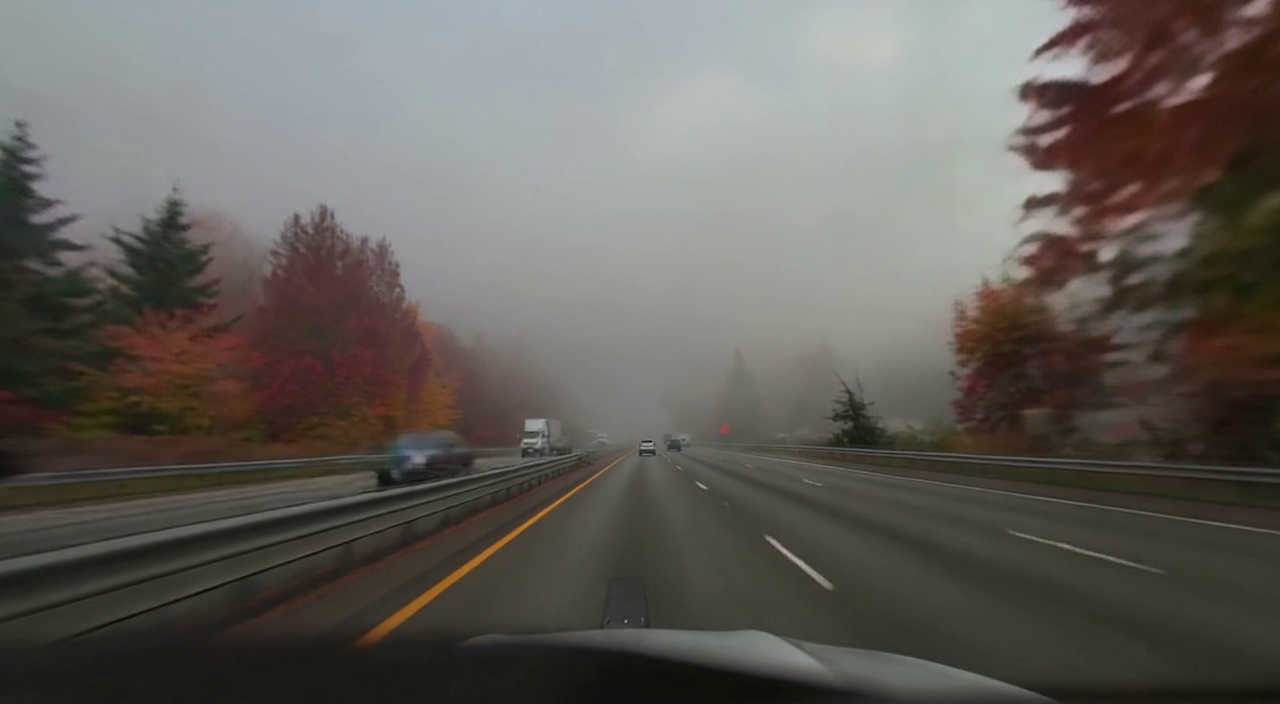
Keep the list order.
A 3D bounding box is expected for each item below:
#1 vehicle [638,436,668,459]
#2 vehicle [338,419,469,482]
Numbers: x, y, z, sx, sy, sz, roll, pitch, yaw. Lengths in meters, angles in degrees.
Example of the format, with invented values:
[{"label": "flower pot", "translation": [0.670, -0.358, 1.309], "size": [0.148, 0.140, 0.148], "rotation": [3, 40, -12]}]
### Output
[{"label": "vehicle", "translation": [0.864, 6.548, 43.064], "size": [1.924, 1.498, 3.817], "rotation": [0, -8, 0]}, {"label": "vehicle", "translation": [-7.471, 3.194, 20.648], "size": [2.213, 1.767, 5.284], "rotation": [0, -8, 0]}]
